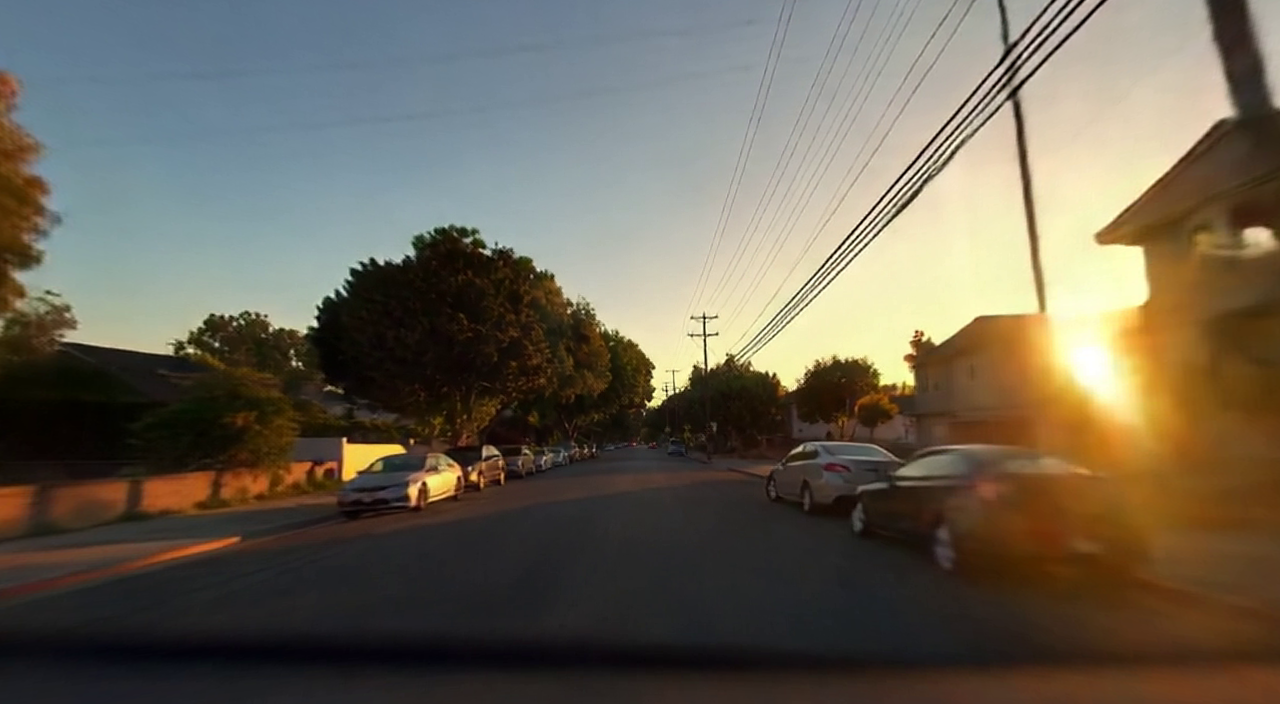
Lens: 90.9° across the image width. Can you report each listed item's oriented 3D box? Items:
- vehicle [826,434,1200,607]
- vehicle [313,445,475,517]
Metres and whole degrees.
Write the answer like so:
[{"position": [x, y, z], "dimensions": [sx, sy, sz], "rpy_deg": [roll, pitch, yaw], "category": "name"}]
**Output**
[{"position": [3.783, 1.740, 7.476], "dimensions": [1.851, 1.438, 4.177], "rpy_deg": [0, -8, 0], "category": "vehicle"}, {"position": [-6.041, 3.187, 16.288], "dimensions": [2.231, 1.492, 4.727], "rpy_deg": [1, -8, 0], "category": "vehicle"}]
